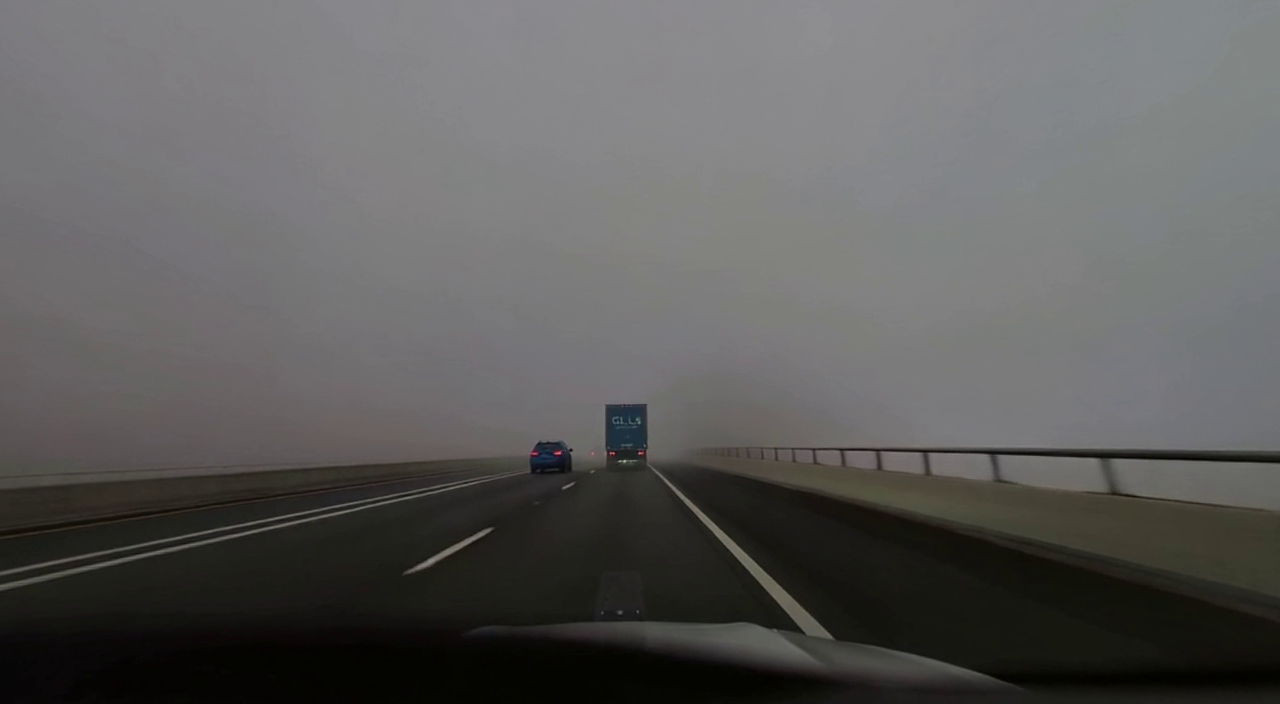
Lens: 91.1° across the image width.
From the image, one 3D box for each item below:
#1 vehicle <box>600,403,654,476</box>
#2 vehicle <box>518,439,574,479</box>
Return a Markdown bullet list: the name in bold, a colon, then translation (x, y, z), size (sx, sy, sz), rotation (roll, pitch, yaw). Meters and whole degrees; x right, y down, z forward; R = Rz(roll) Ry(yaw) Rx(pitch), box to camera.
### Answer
- **vehicle**: translation (-0.822, 5.554, 39.437), size (2.923, 4.007, 9.760), rotation (0, -9, -1)
- **vehicle**: translation (-4.891, 5.694, 33.601), size (2.226, 1.935, 5.130), rotation (0, -9, 0)
